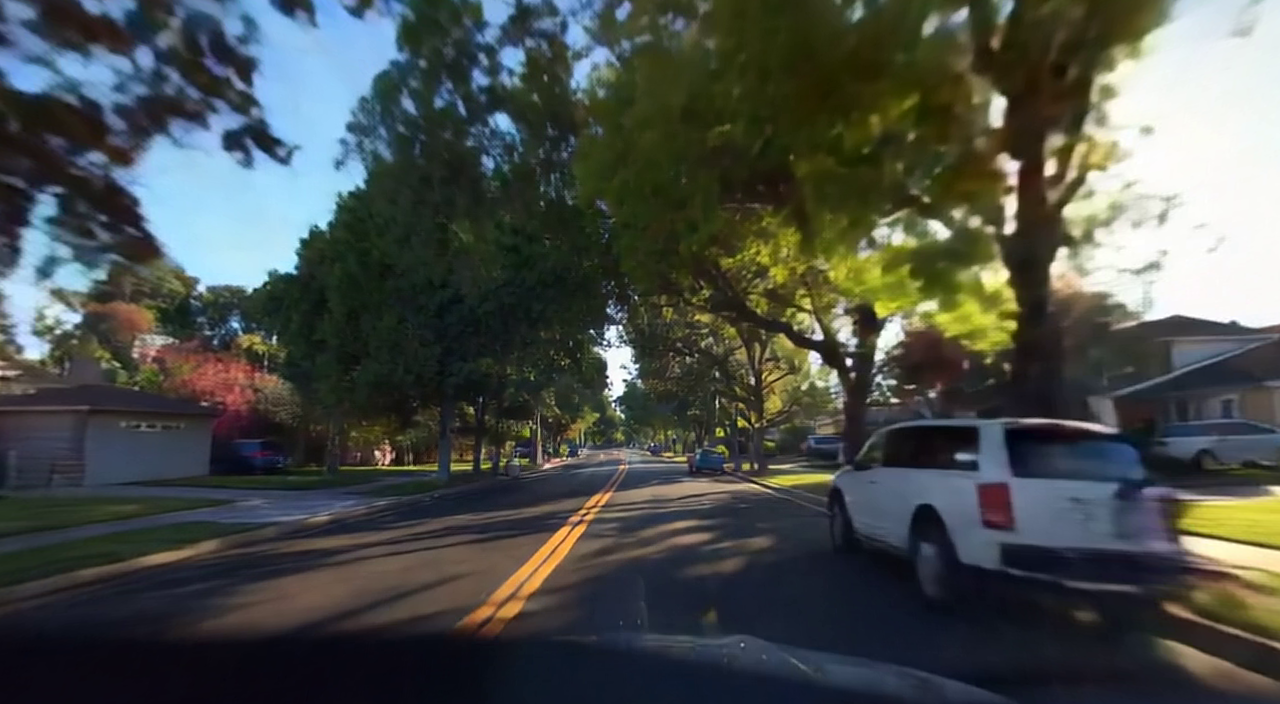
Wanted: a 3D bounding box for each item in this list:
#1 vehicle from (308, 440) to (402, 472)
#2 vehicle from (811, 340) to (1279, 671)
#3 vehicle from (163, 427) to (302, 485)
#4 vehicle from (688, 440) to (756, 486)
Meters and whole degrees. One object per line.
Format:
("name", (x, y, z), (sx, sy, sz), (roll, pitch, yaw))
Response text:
("vehicle", (-16.227, 5.936, 36.139), (4.331, 1.738, 2.067), (0, -9, 1))
("vehicle", (3.082, 1.098, 5.526), (2.007, 1.702, 4.430), (0, -8, 1))
("vehicle", (-14.469, 3.710, 22.827), (1.933, 1.837, 4.670), (-2, -8, -1))
("vehicle", (3.077, 4.263, 24.732), (1.988, 1.618, 4.567), (0, -8, -1))
